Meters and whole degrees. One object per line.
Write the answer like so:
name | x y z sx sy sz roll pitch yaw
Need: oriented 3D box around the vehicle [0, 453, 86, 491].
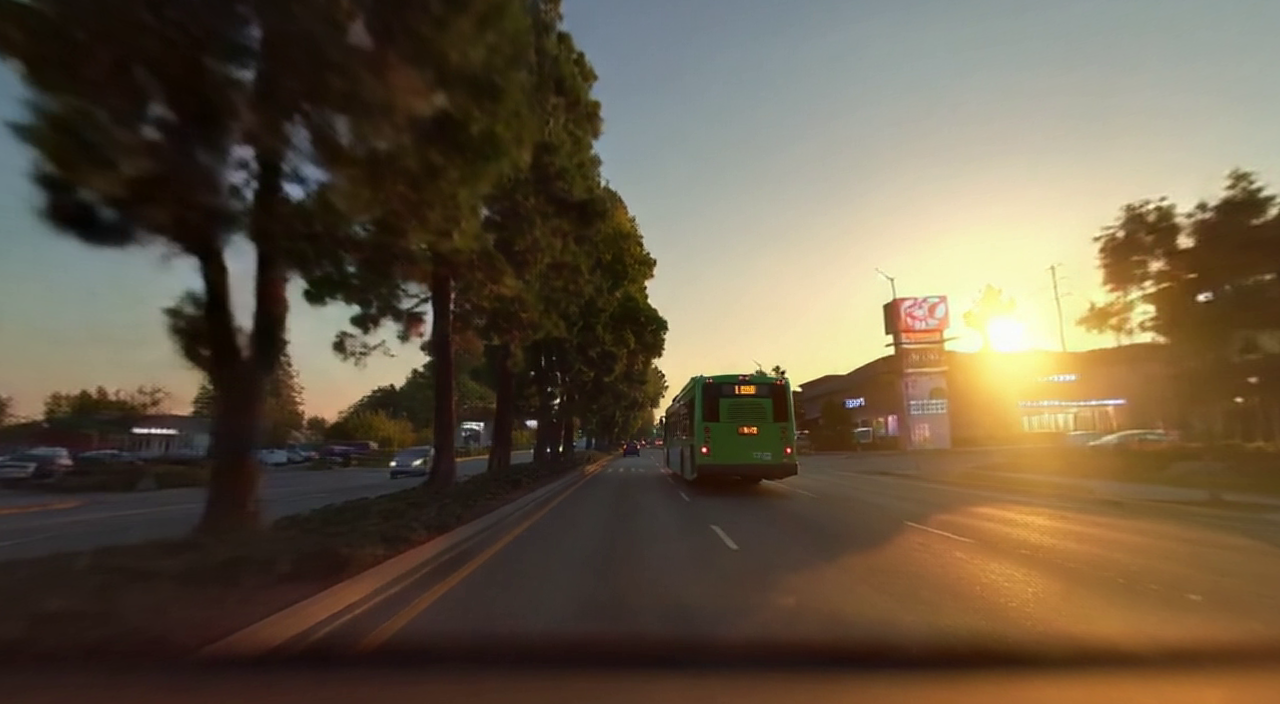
vehicle | -31.894 6.156 32.465 2.119 1.714 4.993 -3 -8 0

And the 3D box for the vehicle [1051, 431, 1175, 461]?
vehicle | 23.962 4.764 32.019 4.659 1.434 1.900 -1 -8 2

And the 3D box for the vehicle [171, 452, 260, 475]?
vehicle | -31.868 8.319 47.359 1.983 1.531 5.126 -8 -11 43

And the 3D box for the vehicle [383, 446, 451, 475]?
vehicle | -12.406 6.033 35.374 2.081 1.492 4.668 0 -8 1

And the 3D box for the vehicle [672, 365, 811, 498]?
vehicle | 2.755 2.650 20.395 2.766 3.306 9.281 0 -8 -1
